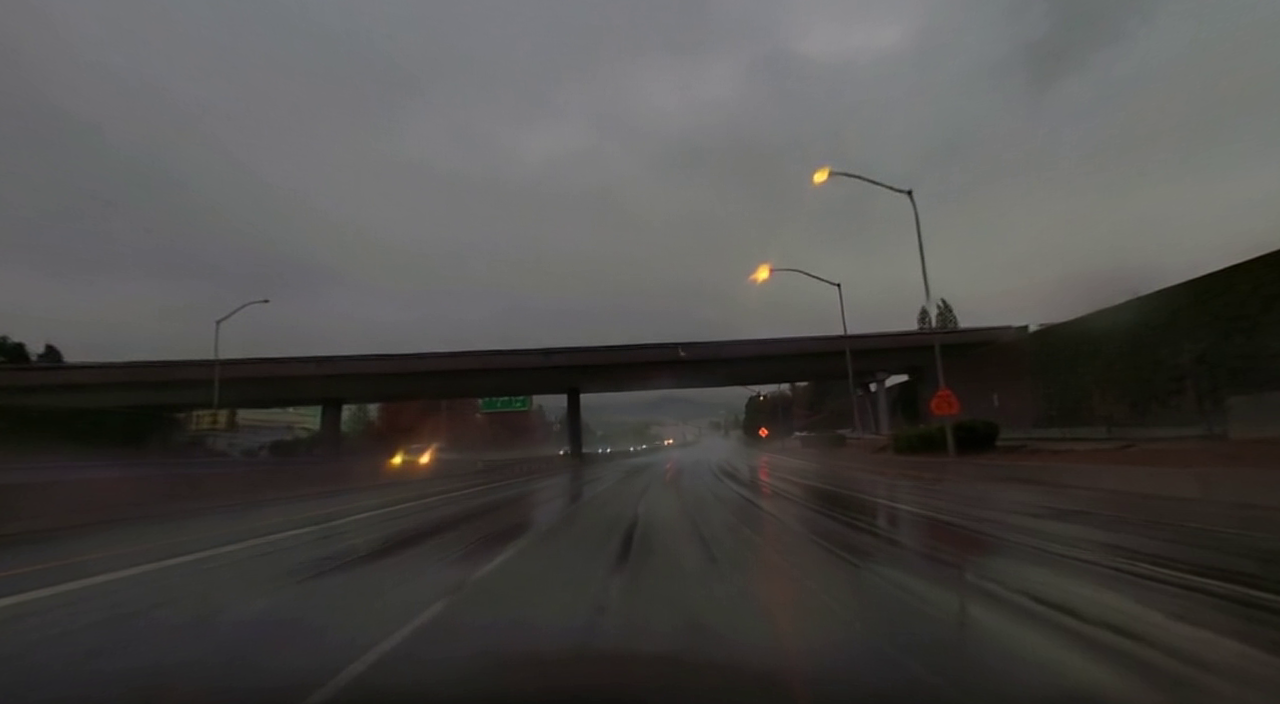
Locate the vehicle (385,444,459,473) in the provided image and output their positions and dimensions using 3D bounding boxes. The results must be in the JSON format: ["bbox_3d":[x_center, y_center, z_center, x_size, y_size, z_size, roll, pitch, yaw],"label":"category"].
[{"bbox_3d":[-14.313,7.017,41.880,2.310,1.742,5.997,-1,-9,5],"label":"vehicle"}]
